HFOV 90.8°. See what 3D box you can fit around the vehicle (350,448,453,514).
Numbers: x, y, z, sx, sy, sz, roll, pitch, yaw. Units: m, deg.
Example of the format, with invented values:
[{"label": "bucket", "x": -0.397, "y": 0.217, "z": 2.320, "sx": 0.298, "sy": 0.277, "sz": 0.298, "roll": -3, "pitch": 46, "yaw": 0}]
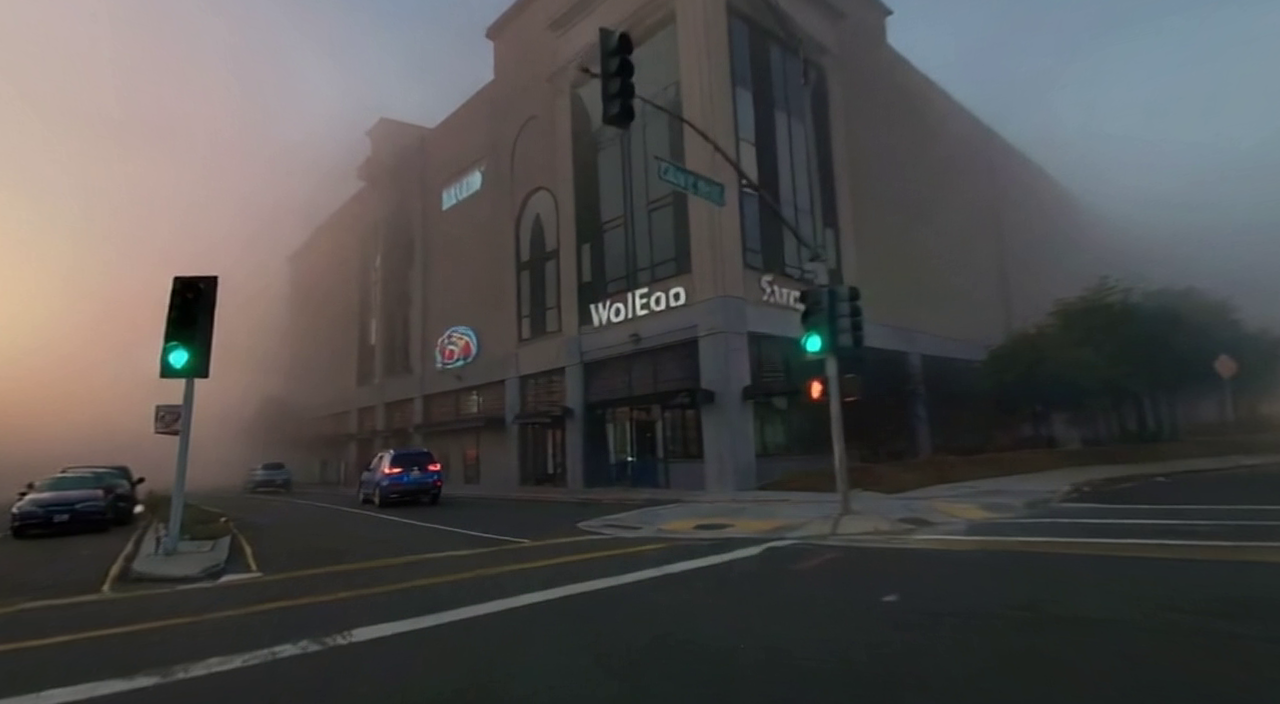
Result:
[{"label": "vehicle", "x": -7.624, "y": 3.951, "z": 19.927, "sx": 2.238, "sy": 1.762, "sz": 4.445, "roll": 4, "pitch": -10, "yaw": -30}]
